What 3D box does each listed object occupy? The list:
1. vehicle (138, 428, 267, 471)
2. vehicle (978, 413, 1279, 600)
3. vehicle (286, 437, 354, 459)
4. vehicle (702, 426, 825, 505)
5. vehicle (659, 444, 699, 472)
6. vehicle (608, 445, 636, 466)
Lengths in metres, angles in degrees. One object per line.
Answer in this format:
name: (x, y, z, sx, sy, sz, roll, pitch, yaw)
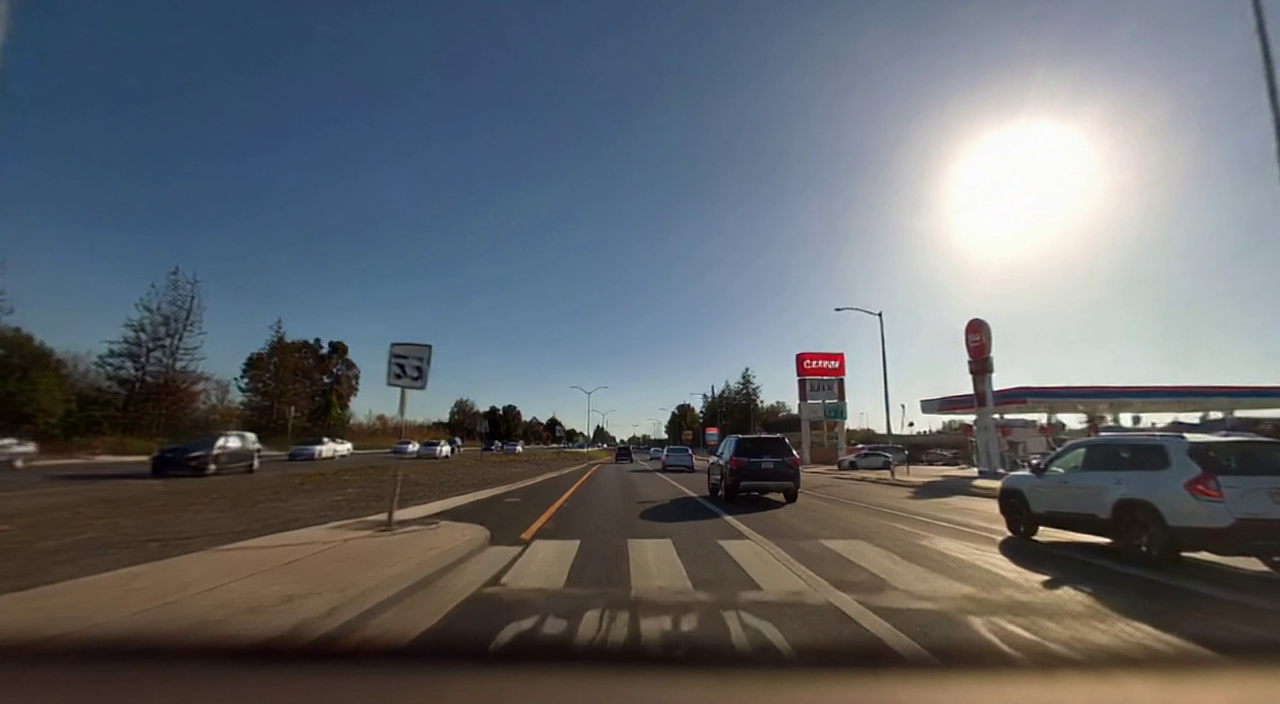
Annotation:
vehicle: (-18.212, 4.076, 26.564, 2.081, 1.654, 4.576, 0, -8, 1)
vehicle: (6.239, 1.644, 7.655, 1.881, 1.604, 4.289, 0, -8, 0)
vehicle: (-21.816, 6.562, 43.188, 2.124, 1.459, 4.591, 0, -8, 2)
vehicle: (3.043, 2.913, 16.702, 2.184, 1.777, 4.712, 0, -8, -1)
vehicle: (2.318, 6.357, 38.136, 2.012, 1.612, 4.114, 0, -8, -2)
vehicle: (-1.367, 8.182, 49.975, 2.107, 1.527, 4.174, 0, -8, -1)
